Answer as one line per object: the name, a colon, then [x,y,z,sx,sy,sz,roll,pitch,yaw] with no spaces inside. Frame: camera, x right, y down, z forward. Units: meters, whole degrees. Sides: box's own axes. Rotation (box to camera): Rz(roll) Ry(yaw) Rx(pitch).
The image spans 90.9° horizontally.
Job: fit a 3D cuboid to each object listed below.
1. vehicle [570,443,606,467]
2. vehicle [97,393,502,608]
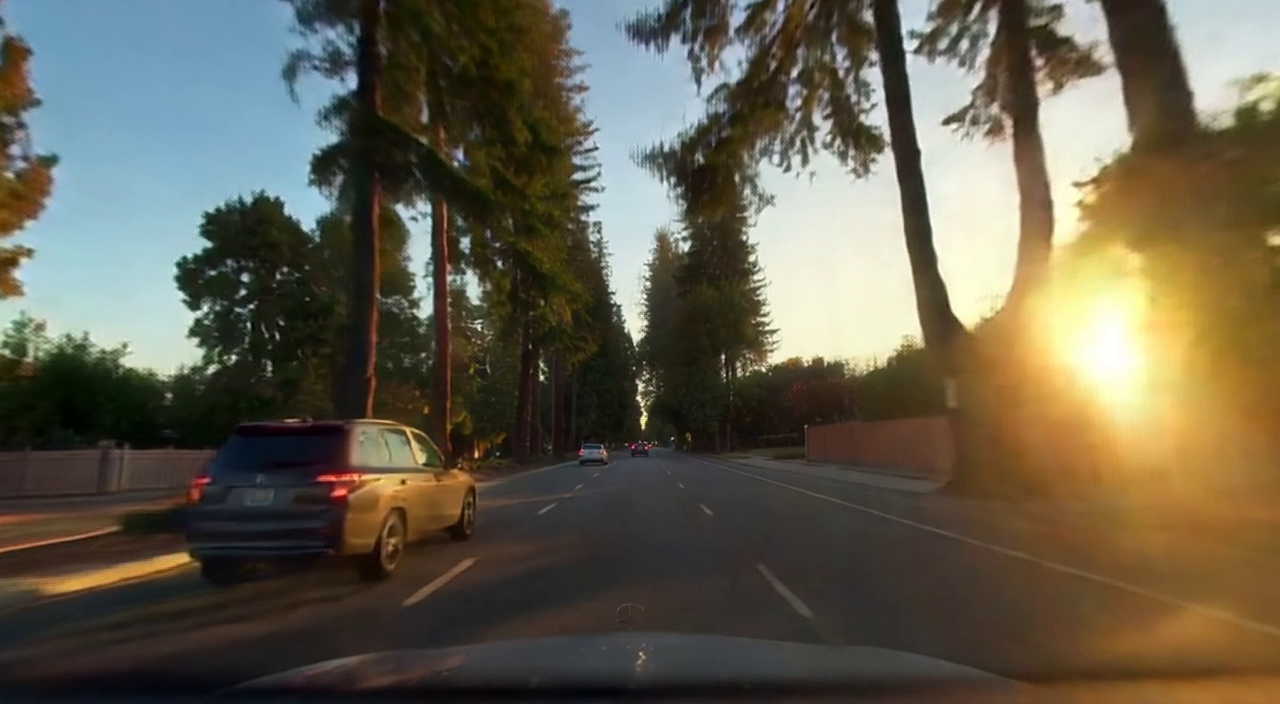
vehicle: [-3.397,6.801,41.823,2.021,1.466,4.330,0,-9,1]
vehicle: [-3.201,1.521,7.374,2.058,1.671,4.704,0,-9,1]
